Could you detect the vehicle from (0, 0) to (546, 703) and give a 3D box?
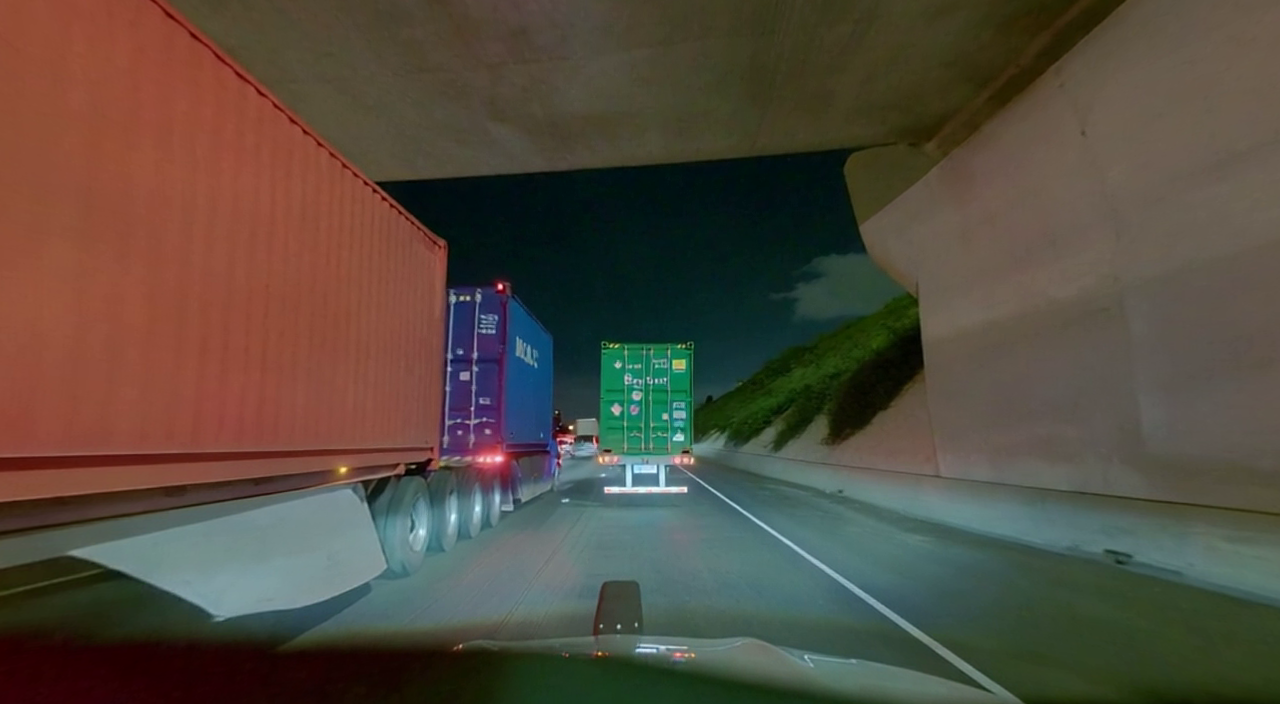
[{"bbox_3d":[-3.637,0.344,7.827,2.873,4.198,13.317,0,-9,0],"label":"vehicle"}]

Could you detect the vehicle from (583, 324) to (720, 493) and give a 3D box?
[{"bbox_3d":[0.267,1.933,19.591,3.357,4.212,7.519,0,-9,0],"label":"vehicle"}]
